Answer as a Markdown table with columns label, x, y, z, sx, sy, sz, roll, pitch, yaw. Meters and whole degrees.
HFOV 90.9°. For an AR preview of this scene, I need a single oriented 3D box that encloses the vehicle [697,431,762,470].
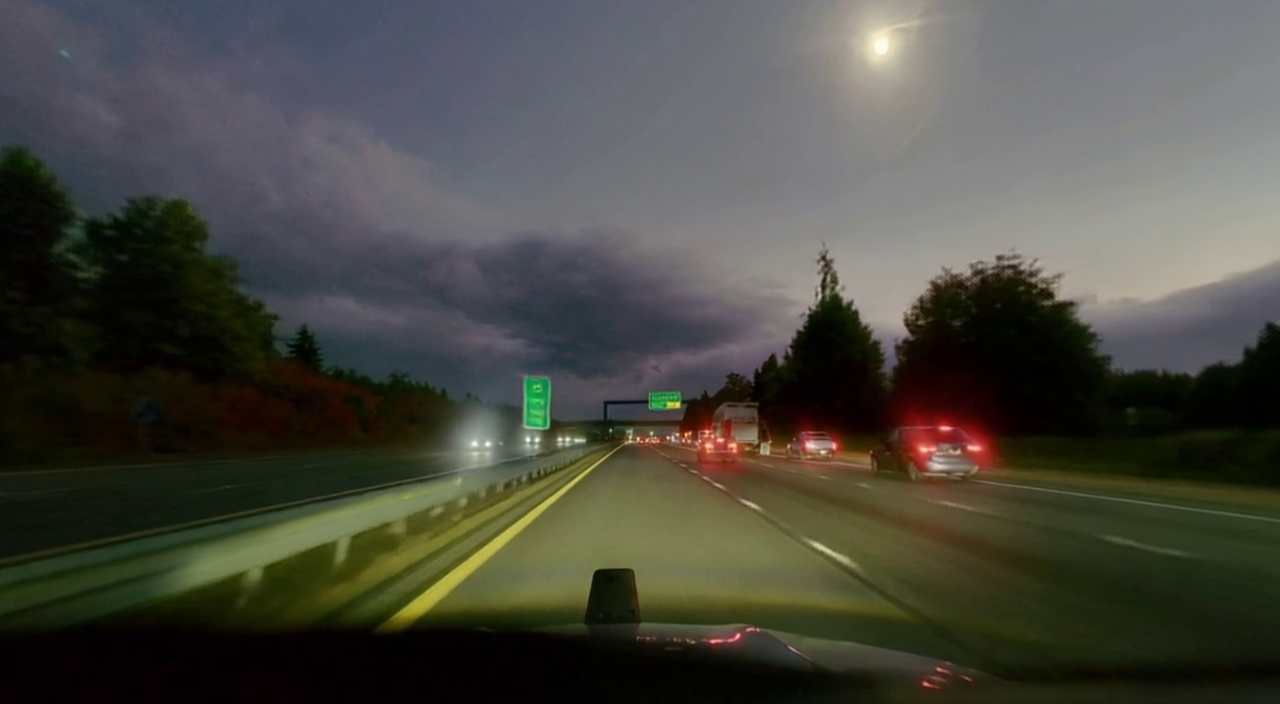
| label | x | y | z | sx | sy | sz | roll | pitch | yaw |
| --- | --- | --- | --- | --- | --- | --- | --- | --- | --- |
| vehicle | 3.768 | 4.208 | 27.296 | 1.986 | 1.501 | 4.529 | 0 | -8 | -2 |
